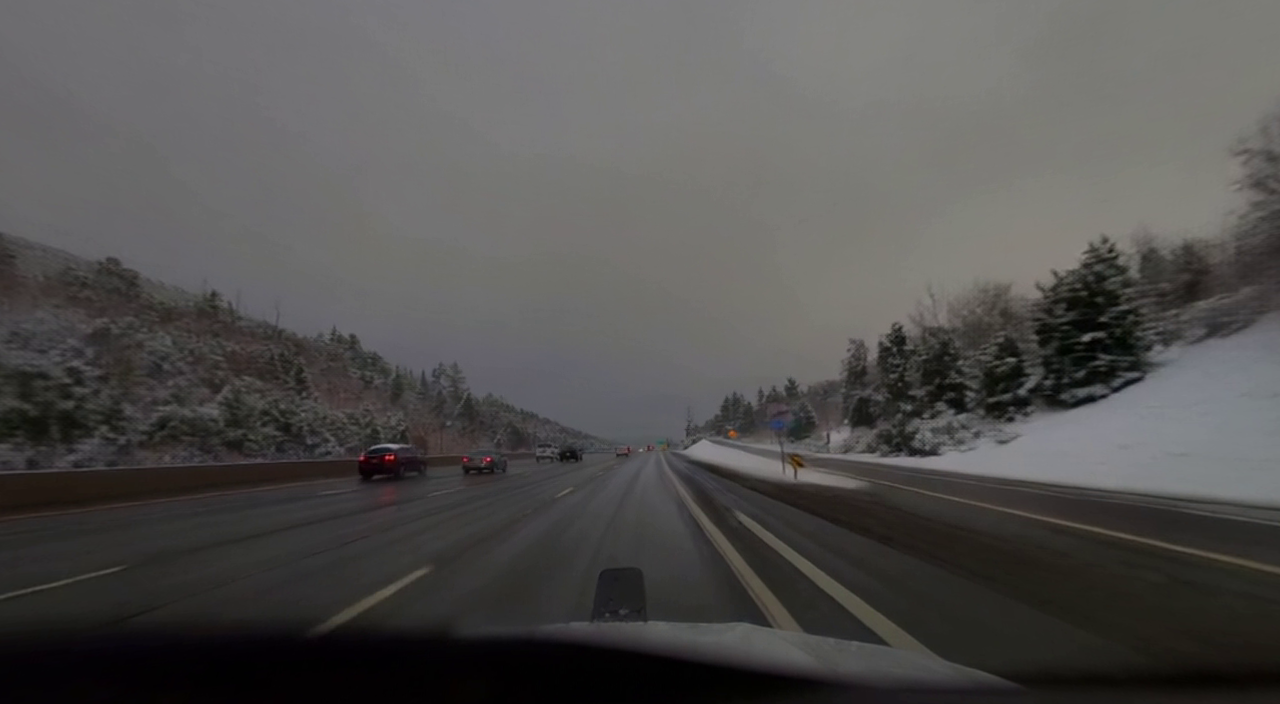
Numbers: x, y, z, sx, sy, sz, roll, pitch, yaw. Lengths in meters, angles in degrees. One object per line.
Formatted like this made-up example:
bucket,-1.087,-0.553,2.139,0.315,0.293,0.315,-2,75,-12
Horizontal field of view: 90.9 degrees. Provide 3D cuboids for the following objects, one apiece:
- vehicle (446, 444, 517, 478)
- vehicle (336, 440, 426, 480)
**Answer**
vehicle,-7.338,5.092,29.692,2.107,1.484,4.449,0,-9,1
vehicle,-11.510,4.839,28.452,2.020,1.645,4.629,0,-9,1
